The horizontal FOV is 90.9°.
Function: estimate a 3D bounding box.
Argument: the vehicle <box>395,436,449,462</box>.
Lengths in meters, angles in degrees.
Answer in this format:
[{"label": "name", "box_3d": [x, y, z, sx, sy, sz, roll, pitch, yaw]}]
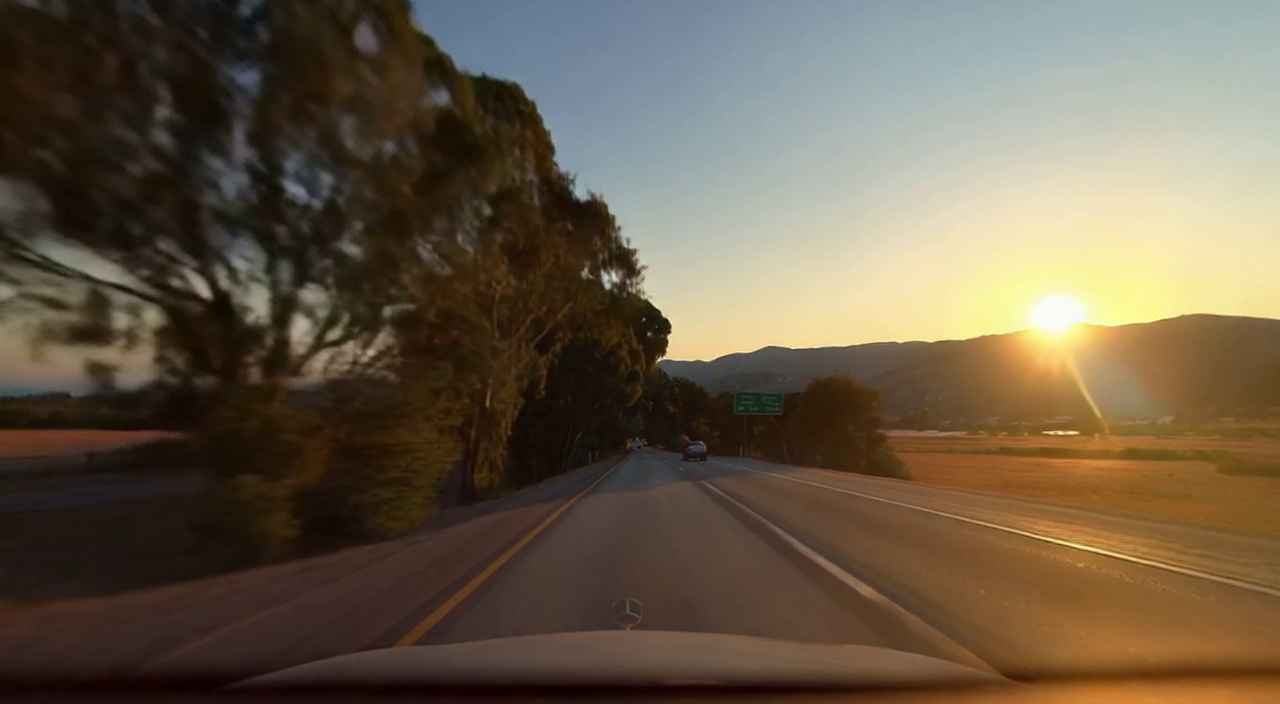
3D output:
[{"label": "vehicle", "box_3d": [-16.973, 7.577, 49.450, 2.361, 1.937, 5.075, -1, -8, 1]}]

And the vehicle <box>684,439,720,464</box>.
[{"label": "vehicle", "box_3d": [4.372, 7.055, 44.891, 2.157, 1.640, 4.056, 0, -8, 1]}]
